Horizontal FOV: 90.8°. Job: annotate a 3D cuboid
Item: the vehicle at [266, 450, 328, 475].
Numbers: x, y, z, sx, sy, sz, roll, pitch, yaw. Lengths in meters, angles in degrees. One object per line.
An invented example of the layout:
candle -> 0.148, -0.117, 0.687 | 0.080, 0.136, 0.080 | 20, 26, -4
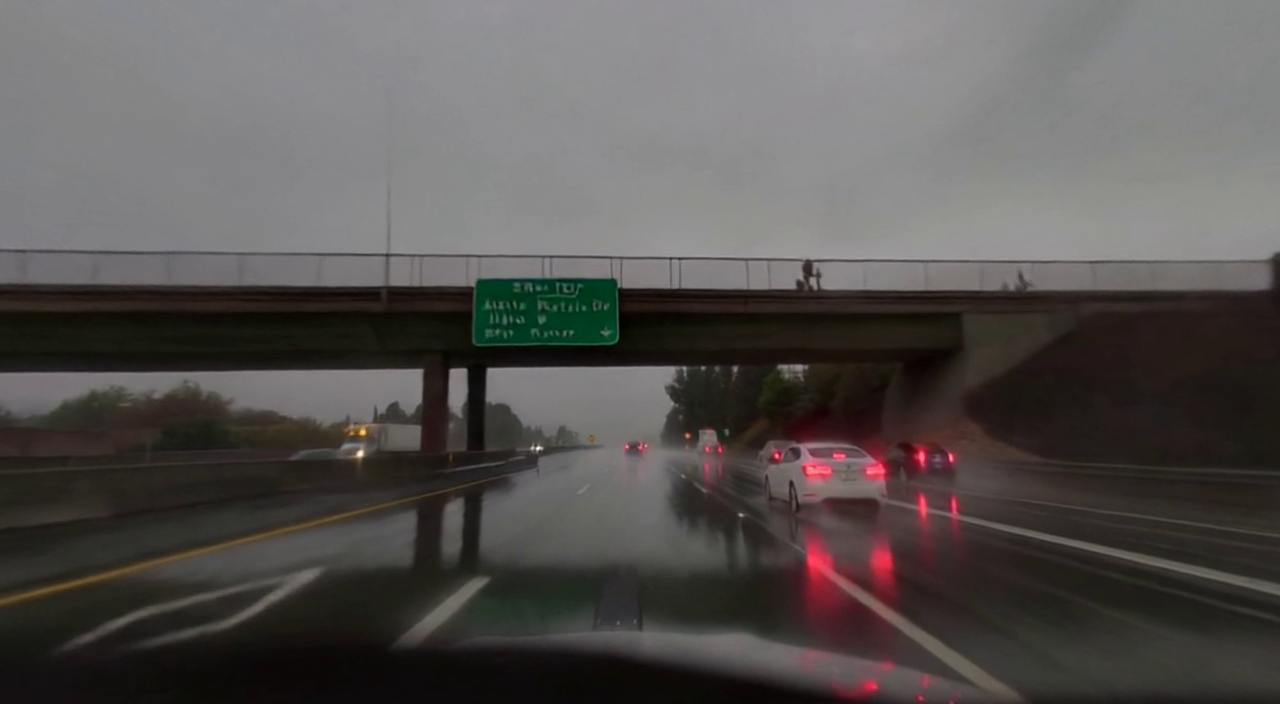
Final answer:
vehicle -> -23.711, 7.633, 43.862 | 1.880, 1.492, 4.348 | 1, -8, 0

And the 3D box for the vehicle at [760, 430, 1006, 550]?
vehicle -> 3.498, 2.071, 10.260 | 2.076, 1.472, 4.562 | 0, -8, -1
